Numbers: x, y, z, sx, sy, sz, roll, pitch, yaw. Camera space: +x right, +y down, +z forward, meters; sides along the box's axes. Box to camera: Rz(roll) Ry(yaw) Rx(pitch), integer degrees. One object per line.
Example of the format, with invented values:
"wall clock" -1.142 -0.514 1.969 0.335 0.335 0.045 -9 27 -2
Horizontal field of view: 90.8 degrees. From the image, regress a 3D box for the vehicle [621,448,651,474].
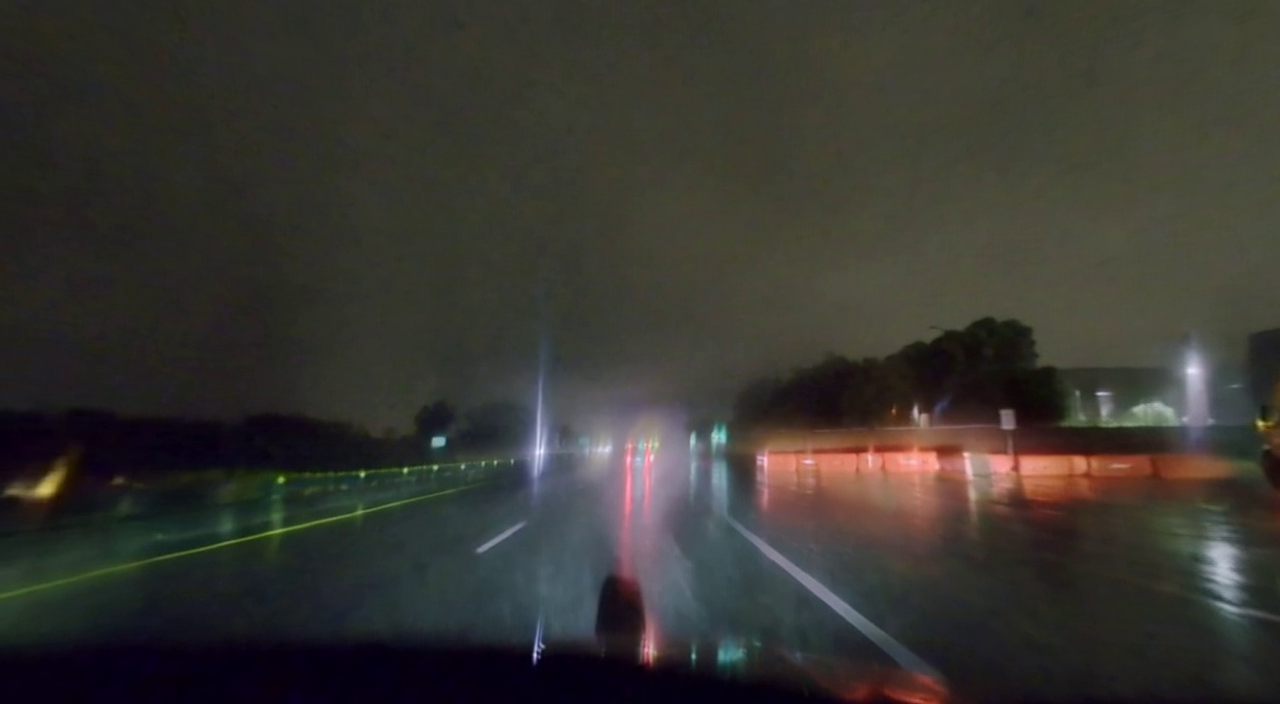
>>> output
"vehicle" -0.206 6.525 37.998 1.695 1.437 3.506 -1 -9 1
